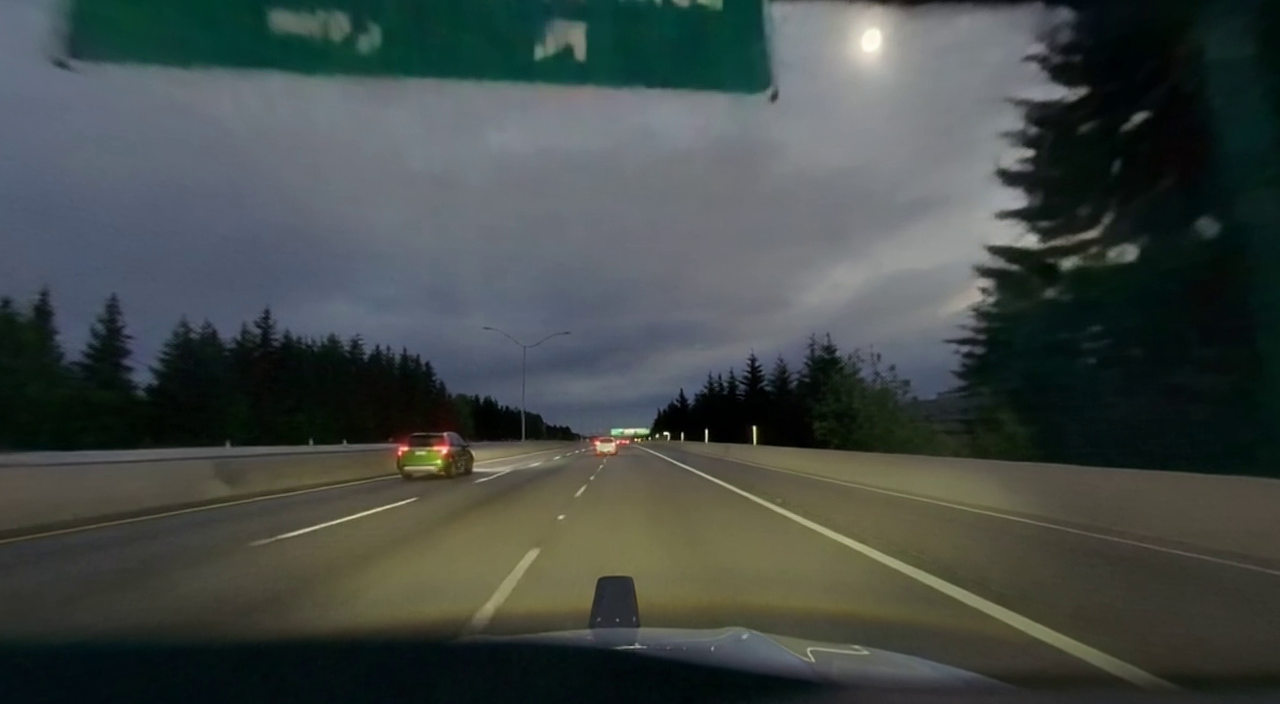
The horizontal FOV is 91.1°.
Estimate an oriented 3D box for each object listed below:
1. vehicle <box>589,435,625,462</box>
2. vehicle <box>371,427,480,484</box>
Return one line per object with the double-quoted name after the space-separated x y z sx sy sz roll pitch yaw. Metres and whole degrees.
-1.939 5.867 38.306 2.010 1.534 4.013 0 -8 0 "vehicle"
-6.980 3.407 21.062 2.111 1.689 4.505 0 -8 -1 "vehicle"
